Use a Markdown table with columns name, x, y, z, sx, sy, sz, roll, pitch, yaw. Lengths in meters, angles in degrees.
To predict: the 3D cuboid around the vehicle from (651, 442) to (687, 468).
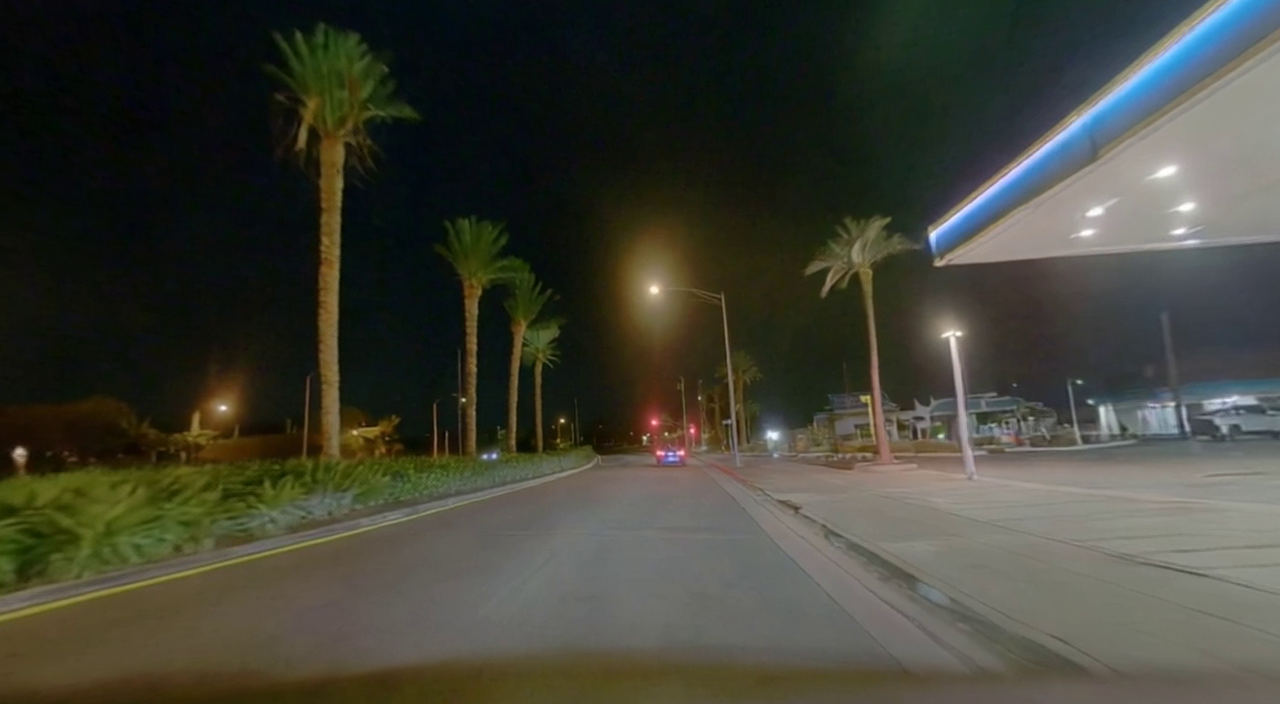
| name | x | y | z | sx | sy | sz | roll | pitch | yaw |
| --- | --- | --- | --- | --- | --- | --- | --- | --- | --- |
| vehicle | 1.784 | 6.281 | 38.590 | 2.050 | 1.509 | 4.148 | 0 | -8 | 3 |
